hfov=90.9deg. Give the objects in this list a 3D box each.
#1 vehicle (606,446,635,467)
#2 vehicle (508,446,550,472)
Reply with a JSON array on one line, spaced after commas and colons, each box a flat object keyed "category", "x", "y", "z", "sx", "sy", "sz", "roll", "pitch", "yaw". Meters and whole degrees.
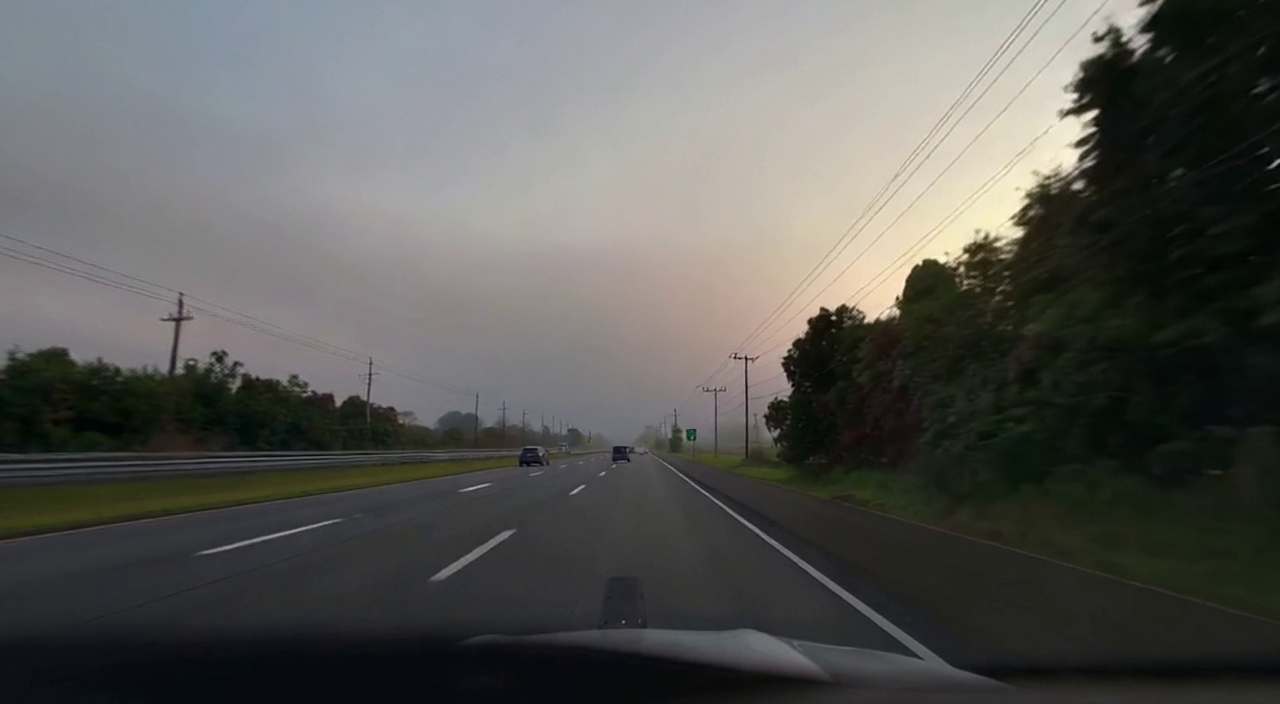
[{"category": "vehicle", "x": -1.418, "y": 7.791, "z": 47.047, "sx": 1.968, "sy": 1.462, "sz": 3.937, "roll": 0, "pitch": -9, "yaw": 1}, {"category": "vehicle", "x": -6.878, "y": 6.673, "z": 39.451, "sx": 1.911, "sy": 1.491, "sz": 3.624, "roll": 0, "pitch": -9, "yaw": 2}]
